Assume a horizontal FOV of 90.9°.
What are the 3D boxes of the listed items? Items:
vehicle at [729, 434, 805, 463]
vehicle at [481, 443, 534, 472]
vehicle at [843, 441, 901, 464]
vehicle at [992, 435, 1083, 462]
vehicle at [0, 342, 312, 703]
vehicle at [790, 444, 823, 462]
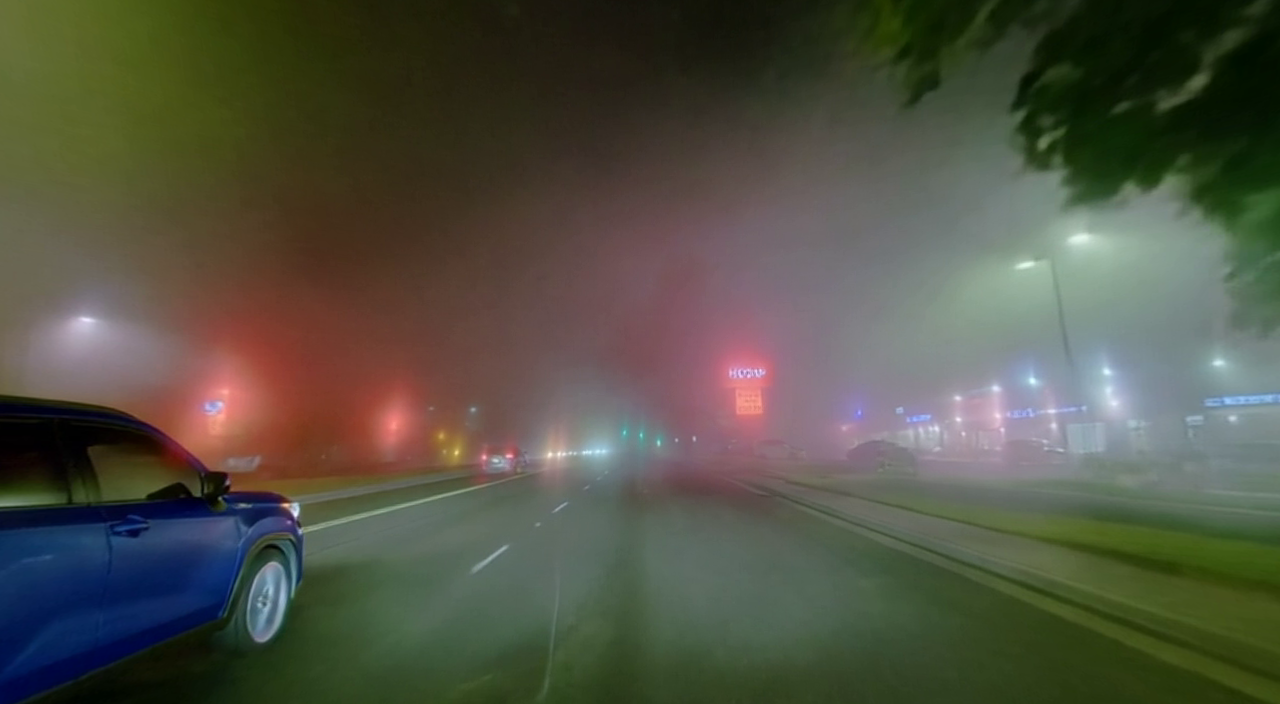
[{"bbox_3d":[8.891,6.739,44.161,5.031,1.951,2.184,-2,-9,15],"label":"vehicle"},{"bbox_3d":[-7.426,5.944,35.750,1.990,1.483,4.410,0,-8,1],"label":"vehicle"},{"bbox_3d":[15.877,6.894,43.440,2.177,1.397,4.511,-2,-8,-1],"label":"vehicle"},{"bbox_3d":[26.669,6.455,42.596,2.672,1.580,5.933,-3,-7,5],"label":"vehicle"},{"bbox_3d":[-3.312,0.791,2.144,2.127,1.654,4.121,0,-8,0],"label":"vehicle"},{"bbox_3d":[13.074,7.925,49.652,1.540,1.395,3.516,0,-8,-1],"label":"vehicle"}]
